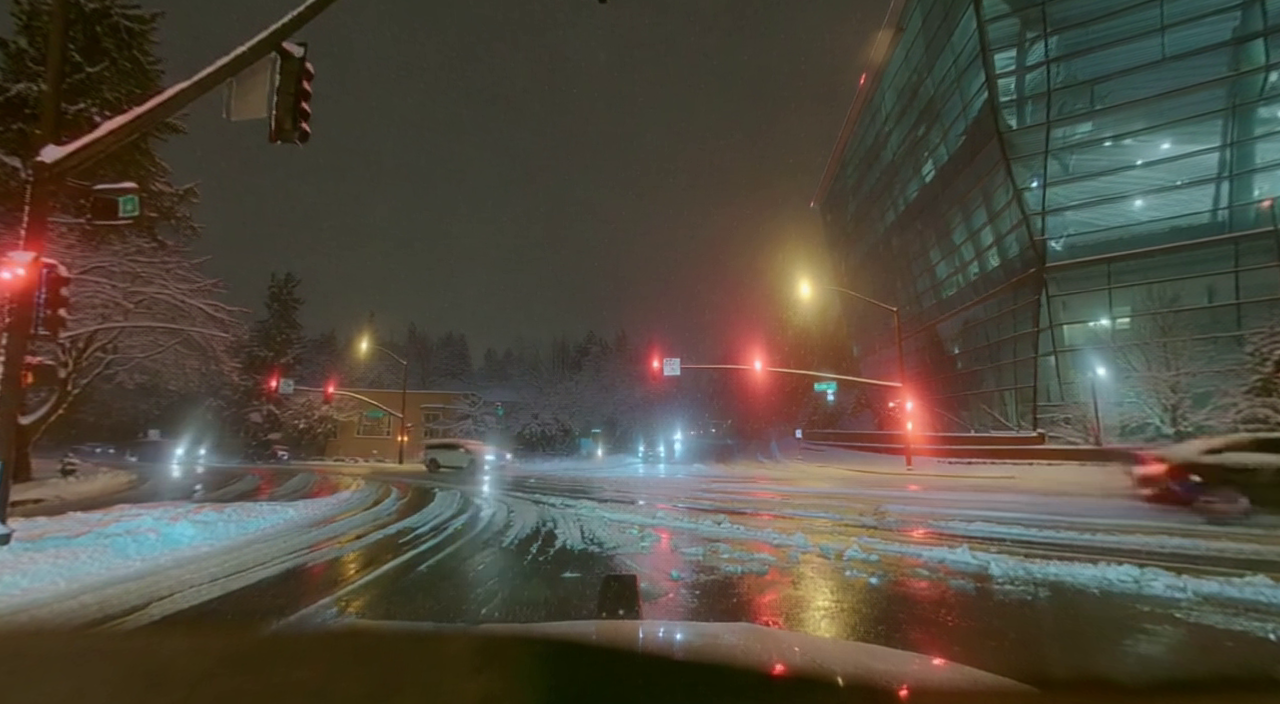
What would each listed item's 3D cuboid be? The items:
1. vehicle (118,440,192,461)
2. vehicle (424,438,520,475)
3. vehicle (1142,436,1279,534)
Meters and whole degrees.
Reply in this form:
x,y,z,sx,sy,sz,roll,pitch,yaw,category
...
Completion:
x,y,z,sx,sy,sz,roll,pitch,yaw,category
-36.123,7.307,47.011,5.408,1.505,2.091,-5,-10,27,vehicle
-7.538,4.652,28.222,4.110,1.511,1.883,-6,-10,35,vehicle
10.932,2.044,9.805,4.798,1.461,1.939,-7,-11,37,vehicle
